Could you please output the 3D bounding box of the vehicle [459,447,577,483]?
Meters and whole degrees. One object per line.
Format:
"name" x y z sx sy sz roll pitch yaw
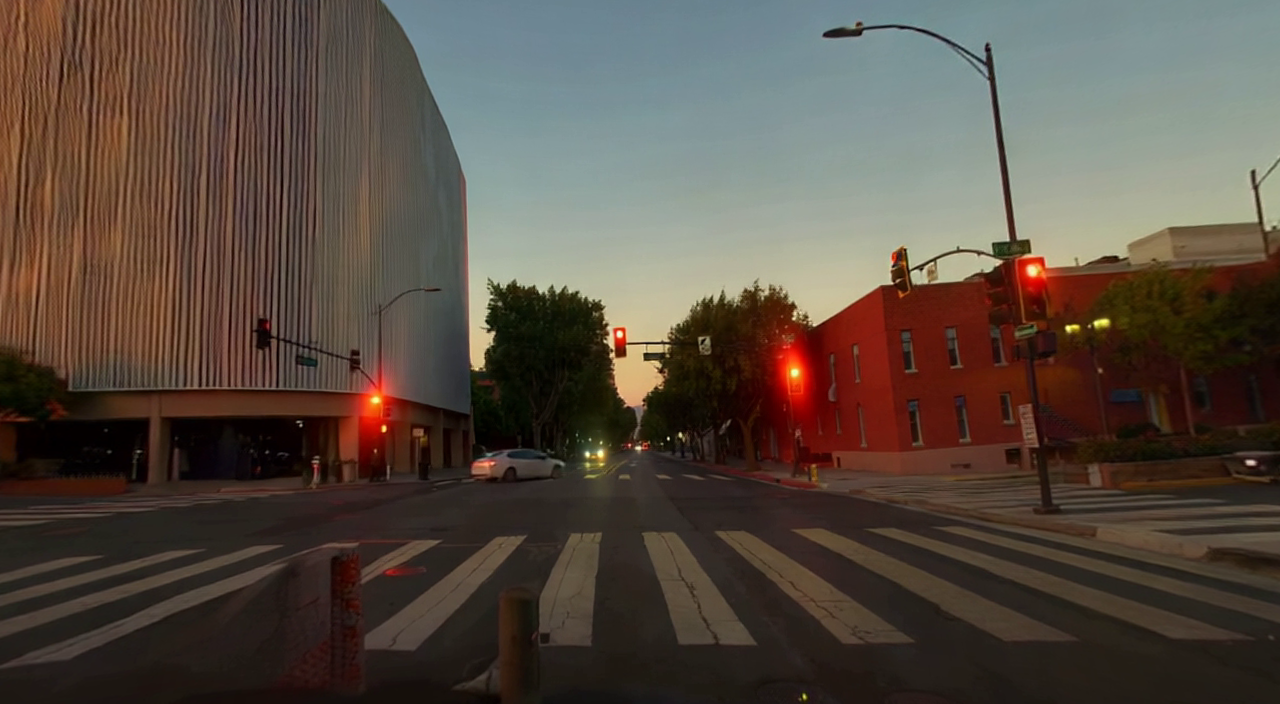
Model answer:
"vehicle" -5.342 4.973 28.199 2.088 1.452 4.833 -8 -12 43
